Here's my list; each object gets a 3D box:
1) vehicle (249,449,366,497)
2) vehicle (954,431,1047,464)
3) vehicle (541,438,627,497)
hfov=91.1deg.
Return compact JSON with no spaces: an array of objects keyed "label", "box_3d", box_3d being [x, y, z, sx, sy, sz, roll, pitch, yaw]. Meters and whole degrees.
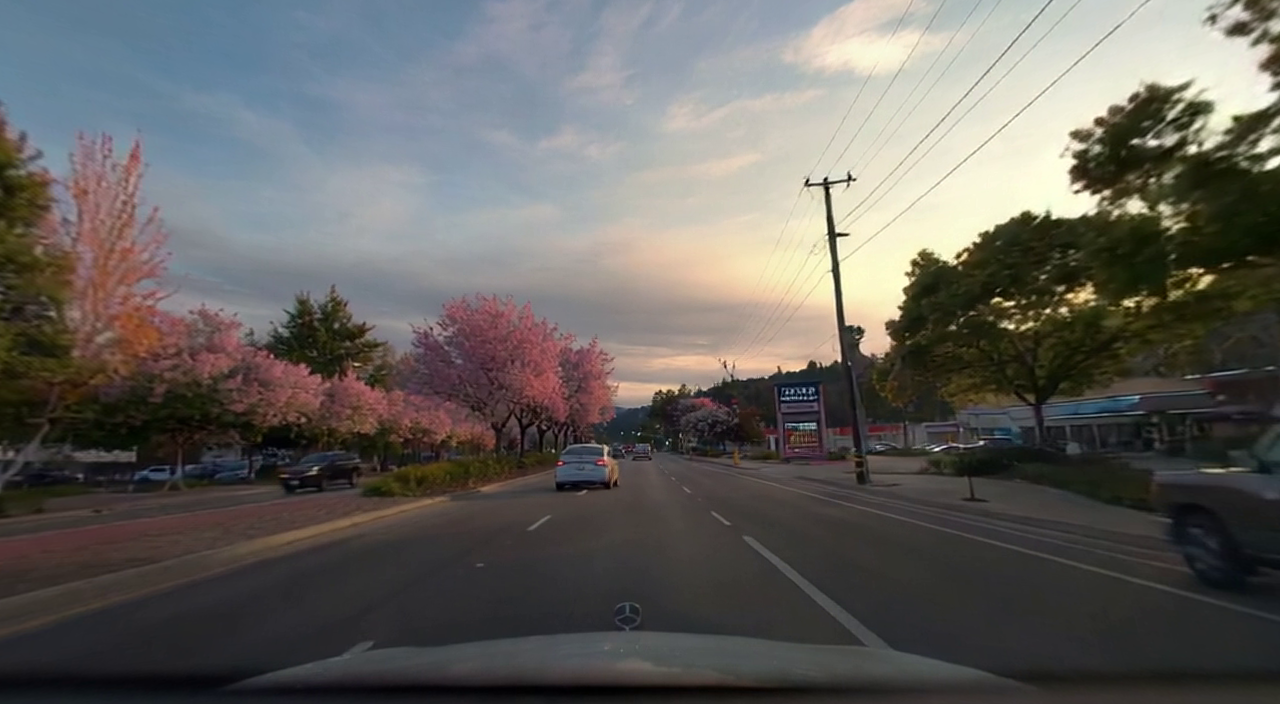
[{"label":"vehicle","box_3d":[-12.584,4.570,24.151,2.071,1.619,4.567,0,-8,-1]},{"label":"vehicle","box_3d":[23.046,6.188,40.559,2.265,1.904,6.201,-2,-9,-1]},{"label":"vehicle","box_3d":[-1.705,3.735,20.731,2.149,1.701,4.379,-1,-8,4]}]
